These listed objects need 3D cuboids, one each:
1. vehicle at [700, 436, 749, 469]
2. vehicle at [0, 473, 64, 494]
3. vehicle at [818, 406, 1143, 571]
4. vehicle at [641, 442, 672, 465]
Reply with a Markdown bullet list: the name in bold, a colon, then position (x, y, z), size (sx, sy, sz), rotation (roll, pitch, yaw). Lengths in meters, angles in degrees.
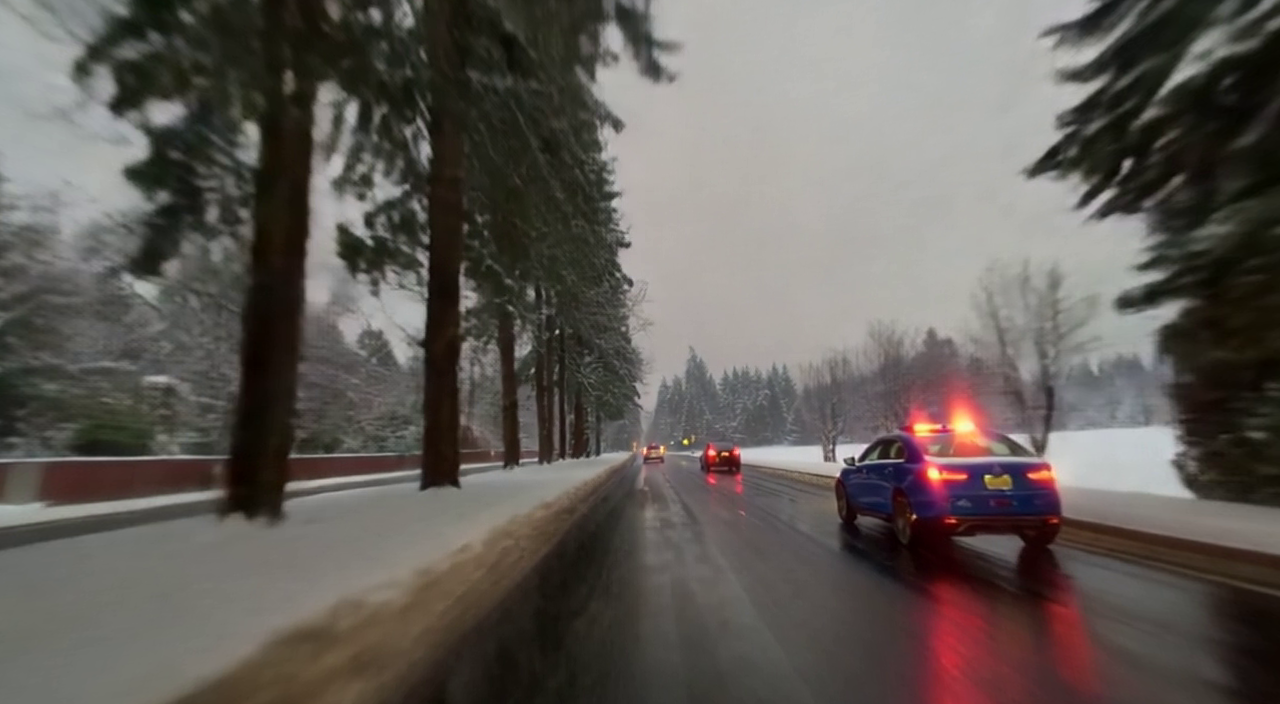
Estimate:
- **vehicle**: position (4.591, 5.532, 34.928), size (2.110, 1.666, 3.912), rotation (-1, -8, 0)
- **vehicle**: position (-48.103, 10.365, 49.697), size (3.488, 1.525, 1.736), rotation (0, -8, -1)
- **vehicle**: position (4.046, 1.682, 8.522), size (2.052, 1.639, 4.123), rotation (-1, -8, 0)
- **vehicle**: position (1.087, 6.934, 43.347), size (2.026, 1.466, 4.282), rotation (-1, -8, 0)
